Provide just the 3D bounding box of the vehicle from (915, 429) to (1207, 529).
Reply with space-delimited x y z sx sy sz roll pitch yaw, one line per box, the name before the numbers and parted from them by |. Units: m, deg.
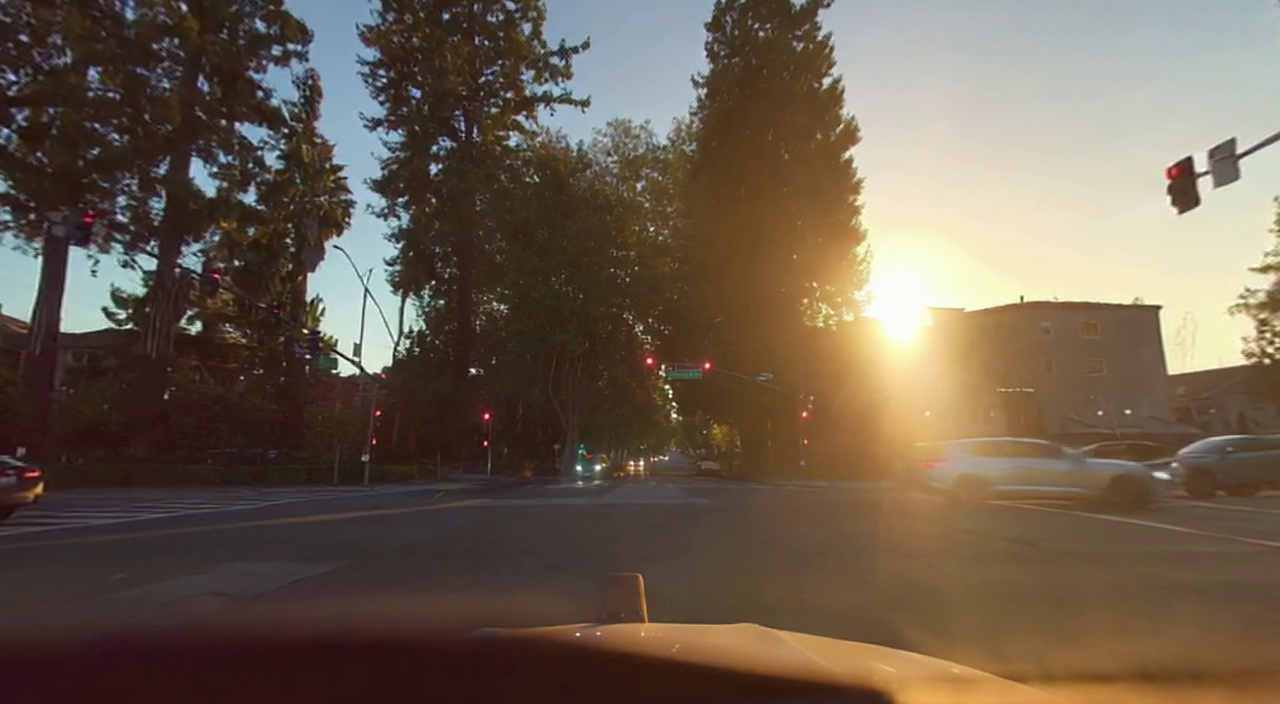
vehicle | 8.672 2.543 13.431 4.728 1.740 2.162 -6 -10 36
